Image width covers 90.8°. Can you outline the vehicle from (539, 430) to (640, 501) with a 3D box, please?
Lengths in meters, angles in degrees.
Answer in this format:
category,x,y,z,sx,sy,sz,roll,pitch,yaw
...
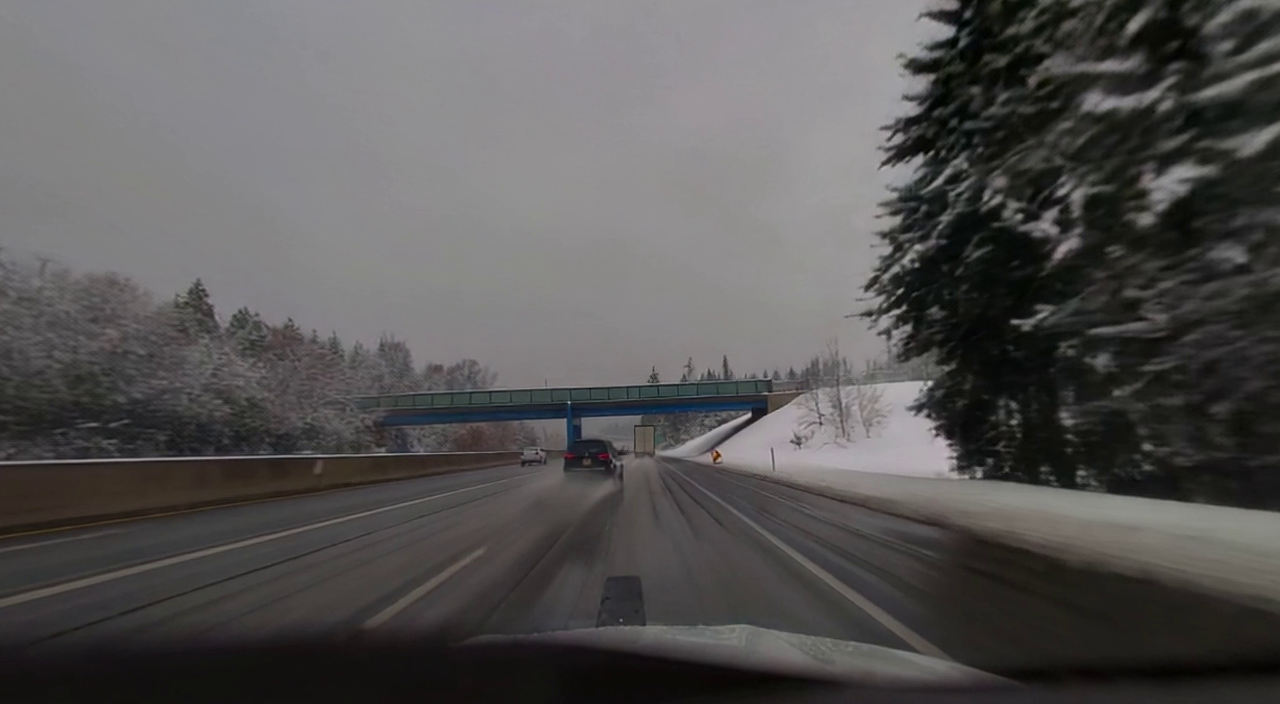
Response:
category,x,y,z,sx,sy,sz,roll,pitch,yaw
vehicle,-1.264,3.166,17.925,2.299,1.716,4.579,-1,-9,2

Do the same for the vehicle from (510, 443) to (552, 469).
category,x,y,z,sx,sy,sz,roll,pitch,yaw
vehicle,-7.296,7.036,42.772,2.024,1.605,4.499,0,-9,0
